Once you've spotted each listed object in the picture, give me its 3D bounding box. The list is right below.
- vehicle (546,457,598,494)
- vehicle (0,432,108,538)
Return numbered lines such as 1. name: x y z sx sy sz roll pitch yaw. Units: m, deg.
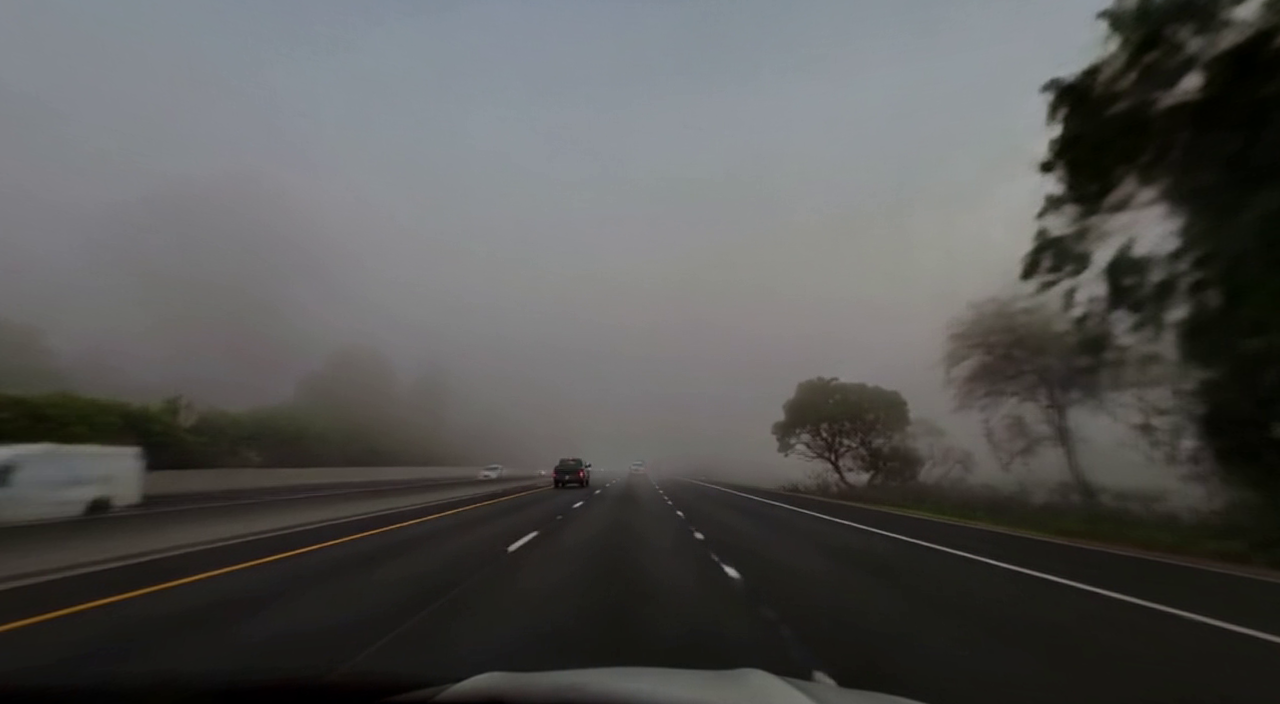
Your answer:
1. vehicle: -3.622 6.746 34.524 2.233 1.791 4.981 1 -10 1
2. vehicle: -12.797 2.379 11.302 2.301 1.905 4.663 1 -10 0
